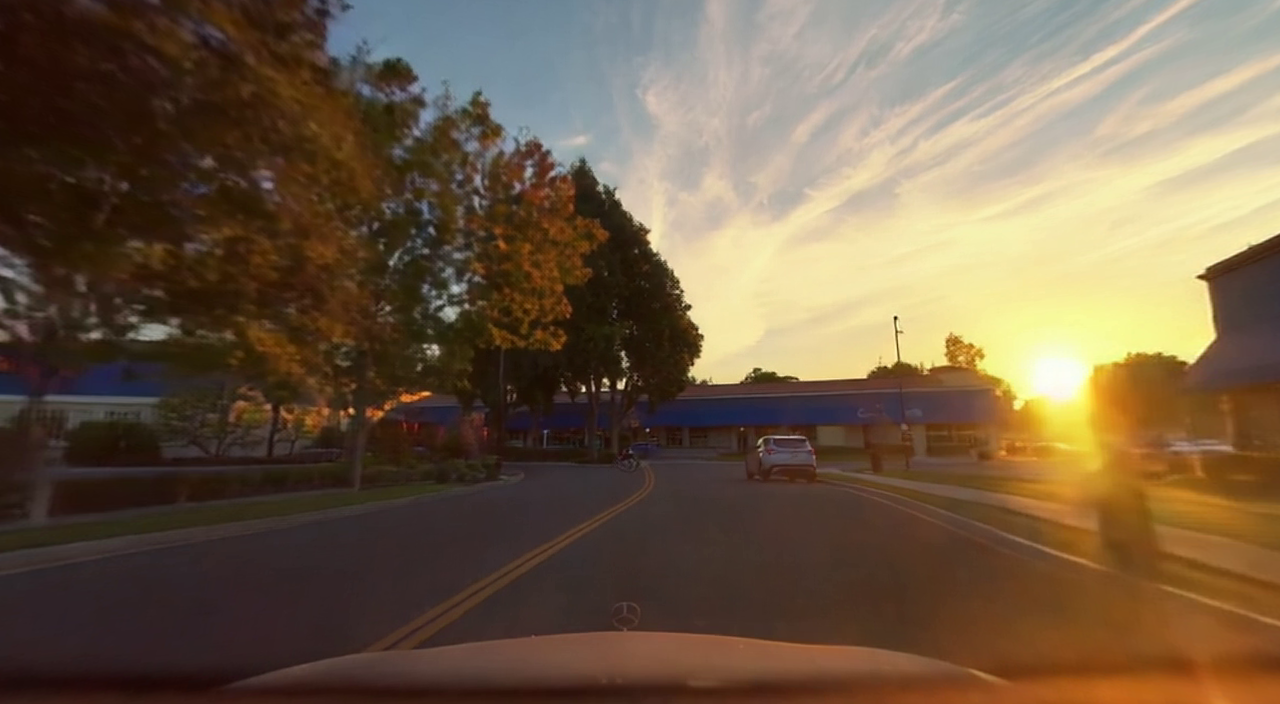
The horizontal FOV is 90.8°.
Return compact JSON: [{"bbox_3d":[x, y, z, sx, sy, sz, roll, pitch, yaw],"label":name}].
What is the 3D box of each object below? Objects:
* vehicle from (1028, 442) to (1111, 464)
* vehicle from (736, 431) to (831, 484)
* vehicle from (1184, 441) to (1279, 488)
[{"bbox_3d":[32.732,7.664,48.239,1.815,1.574,4.800,5,-10,-32],"label":"vehicle"},{"bbox_3d":[5.223,3.943,23.892,2.292,1.767,5.128,0,-8,-1],"label":"vehicle"},{"bbox_3d":[23.561,4.371,24.901,4.545,1.640,1.866,5,-10,-33],"label":"vehicle"}]
